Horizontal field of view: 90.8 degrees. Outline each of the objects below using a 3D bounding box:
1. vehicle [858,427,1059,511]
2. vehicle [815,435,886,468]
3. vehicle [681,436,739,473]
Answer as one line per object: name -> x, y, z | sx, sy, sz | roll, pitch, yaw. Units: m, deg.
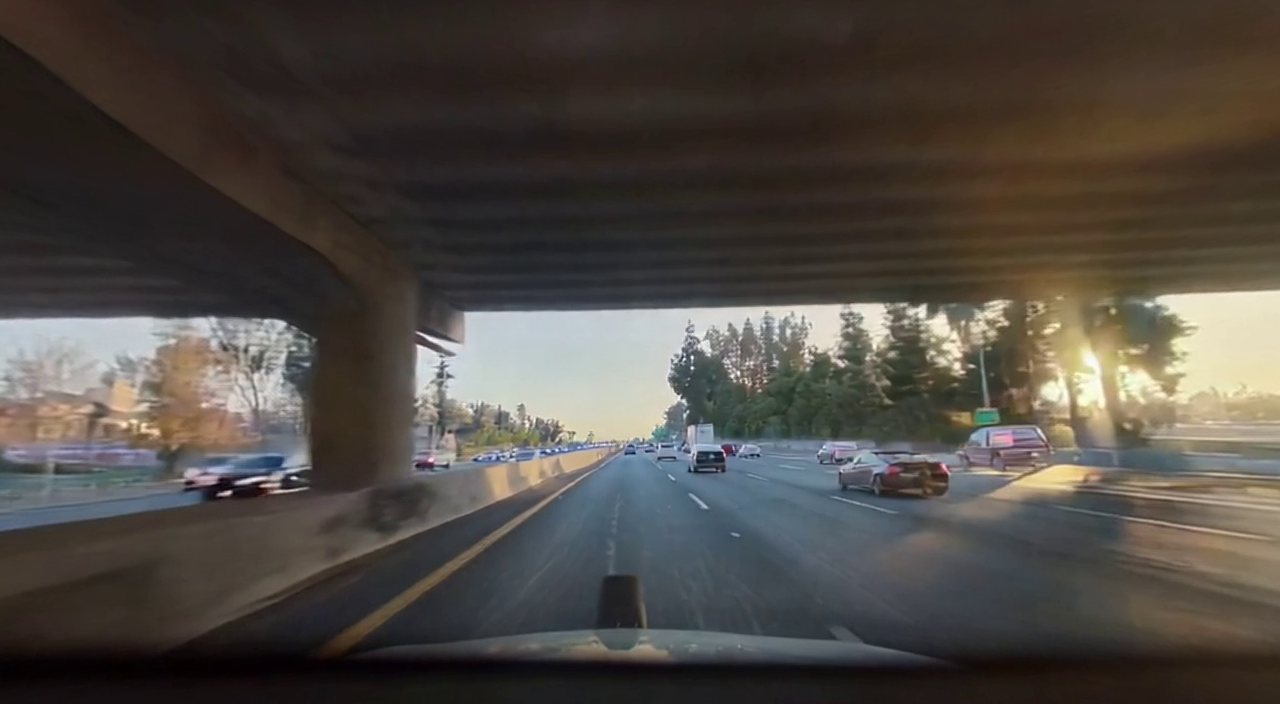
vehicle -> 6.552, 2.449, 13.719 | 1.952, 1.489, 4.483 | 0, -8, -1
vehicle -> 9.811, 4.662, 29.776 | 1.838, 1.440, 4.121 | 0, -8, -2
vehicle -> 3.049, 4.594, 28.462 | 1.993, 1.507, 4.594 | 0, -8, -2
